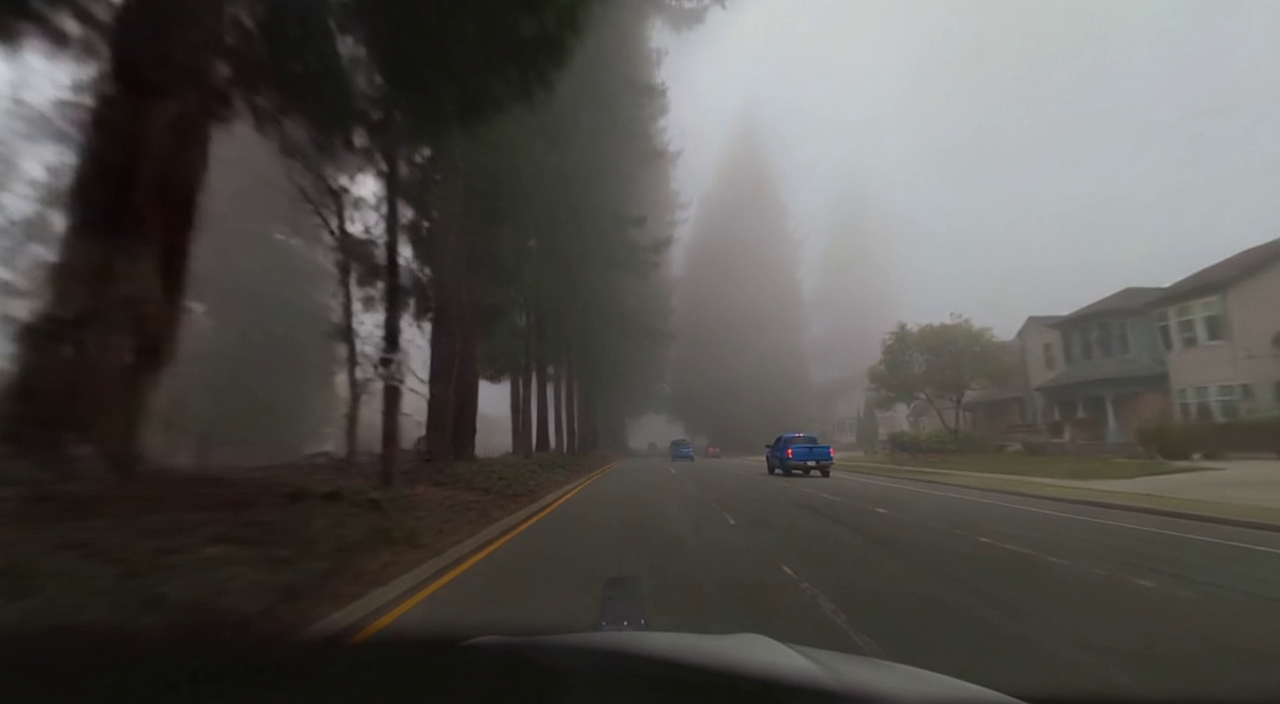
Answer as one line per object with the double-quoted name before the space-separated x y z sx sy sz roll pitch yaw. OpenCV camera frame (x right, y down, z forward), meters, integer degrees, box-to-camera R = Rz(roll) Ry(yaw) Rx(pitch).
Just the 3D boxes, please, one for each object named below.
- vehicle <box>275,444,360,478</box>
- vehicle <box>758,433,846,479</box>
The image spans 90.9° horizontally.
"vehicle" -17.242 5.823 33.991 2.045 1.696 4.760 0 -8 0
"vehicle" 6.785 4.429 27.220 2.262 1.769 5.666 0 -8 0
